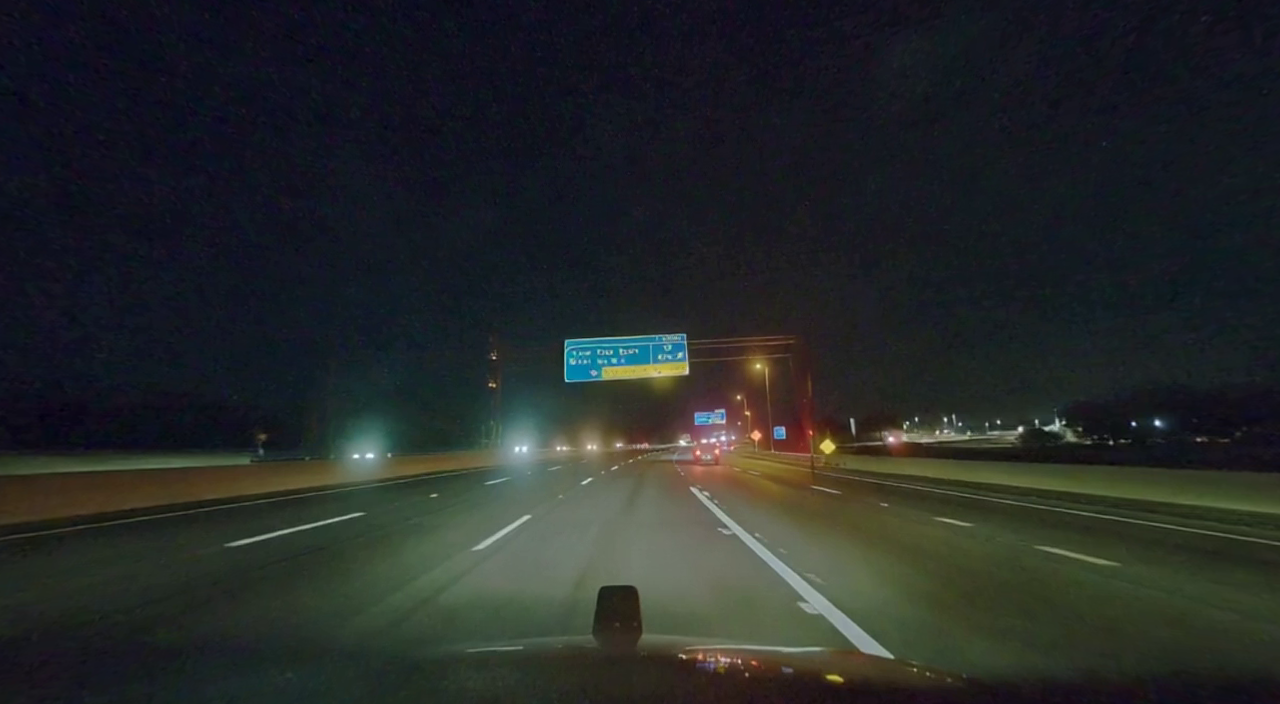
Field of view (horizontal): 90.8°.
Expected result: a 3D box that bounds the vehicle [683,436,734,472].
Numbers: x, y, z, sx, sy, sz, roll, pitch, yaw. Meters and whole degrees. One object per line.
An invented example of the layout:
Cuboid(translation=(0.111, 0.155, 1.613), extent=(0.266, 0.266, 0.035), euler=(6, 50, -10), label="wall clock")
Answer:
Cuboid(translation=(3.524, 5.365, 33.318), extent=(2.224, 1.738, 4.376), euler=(0, -9, 0), label="vehicle")
